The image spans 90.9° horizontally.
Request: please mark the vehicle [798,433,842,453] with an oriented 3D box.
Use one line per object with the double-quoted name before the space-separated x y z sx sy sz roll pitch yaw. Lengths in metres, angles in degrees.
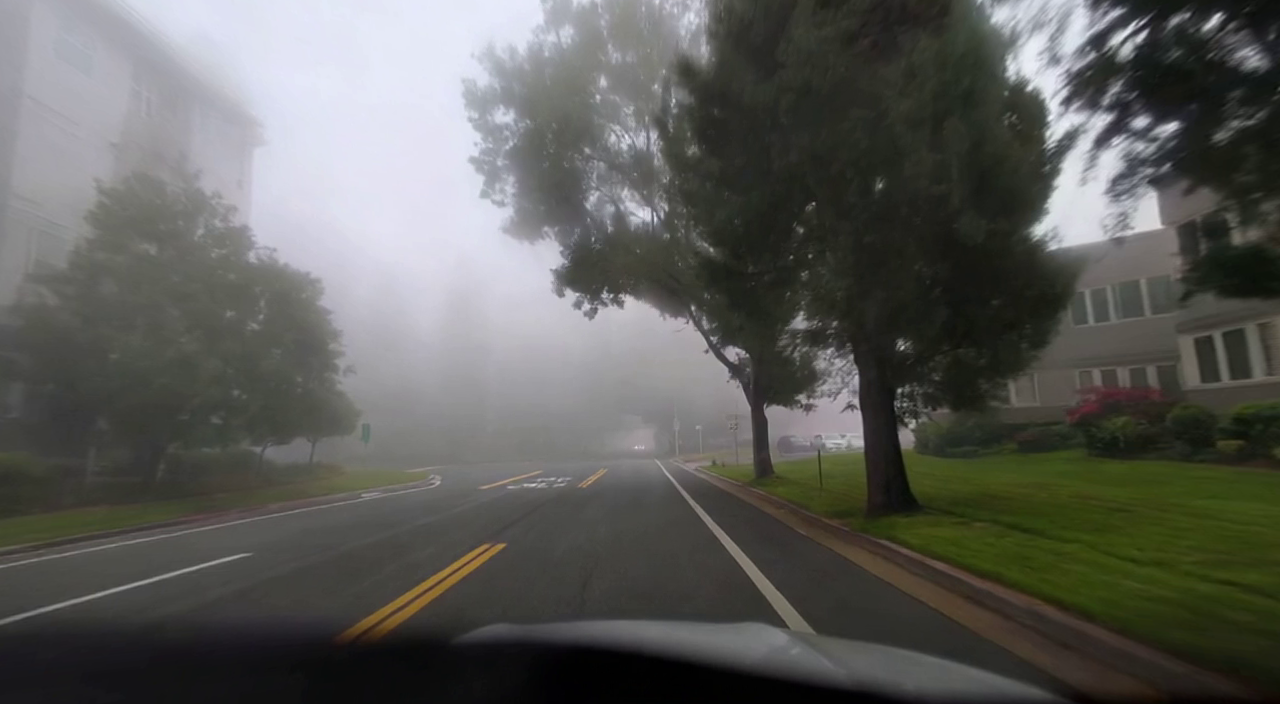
"vehicle" 13.645 6.958 48.017 1.927 1.464 4.644 0 -8 0
